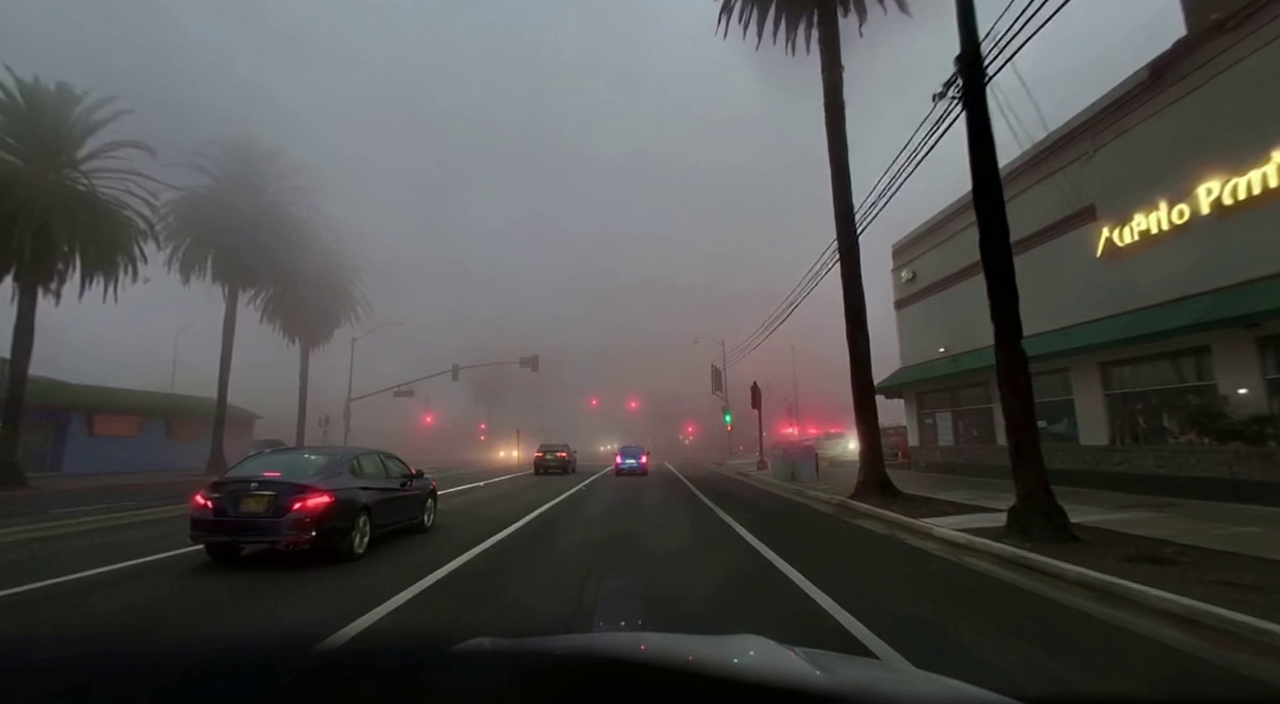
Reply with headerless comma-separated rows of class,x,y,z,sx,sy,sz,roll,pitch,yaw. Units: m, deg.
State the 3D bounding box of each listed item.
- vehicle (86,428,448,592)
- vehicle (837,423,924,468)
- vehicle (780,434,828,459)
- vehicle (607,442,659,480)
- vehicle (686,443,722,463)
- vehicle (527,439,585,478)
vehicle,-4.190,1.813,8.149,1.904,1.513,4.410,0,-8,1
vehicle,11.214,4.381,29.754,2.111,1.875,5.301,1,-8,1
vehicle,11.260,6.541,43.366,1.982,1.623,4.211,0,-8,-2
vehicle,-0.247,4.738,27.594,2.094,1.496,4.070,0,-8,1
vehicle,5.026,7.842,48.829,2.059,1.486,3.980,-3,-9,16
vehicle,-3.743,4.826,28.630,1.979,1.634,3.957,-1,-8,2
